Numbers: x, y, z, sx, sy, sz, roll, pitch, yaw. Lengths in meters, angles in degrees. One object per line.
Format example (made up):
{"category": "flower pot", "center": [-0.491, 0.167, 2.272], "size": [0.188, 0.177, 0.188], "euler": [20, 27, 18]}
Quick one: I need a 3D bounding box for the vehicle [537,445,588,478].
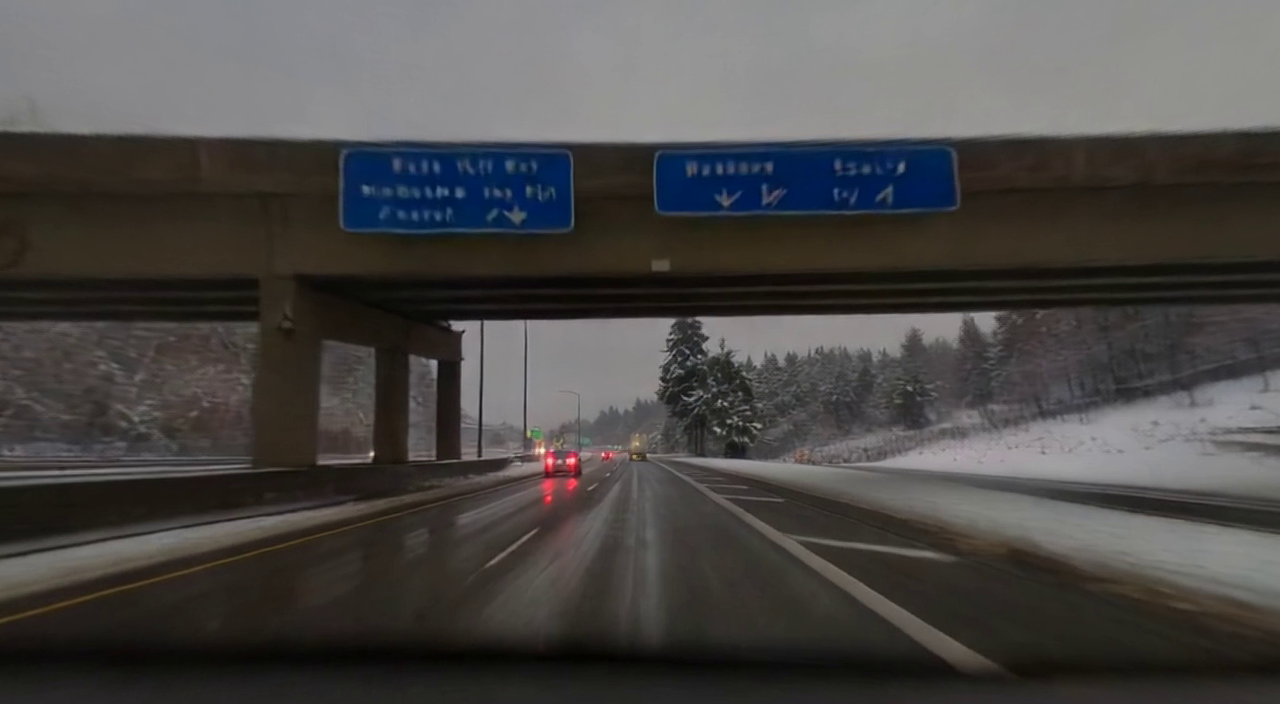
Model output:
{"category": "vehicle", "center": [-3.863, 5.544, 32.177], "size": [2.070, 1.564, 4.145], "euler": [0, -9, 0]}
